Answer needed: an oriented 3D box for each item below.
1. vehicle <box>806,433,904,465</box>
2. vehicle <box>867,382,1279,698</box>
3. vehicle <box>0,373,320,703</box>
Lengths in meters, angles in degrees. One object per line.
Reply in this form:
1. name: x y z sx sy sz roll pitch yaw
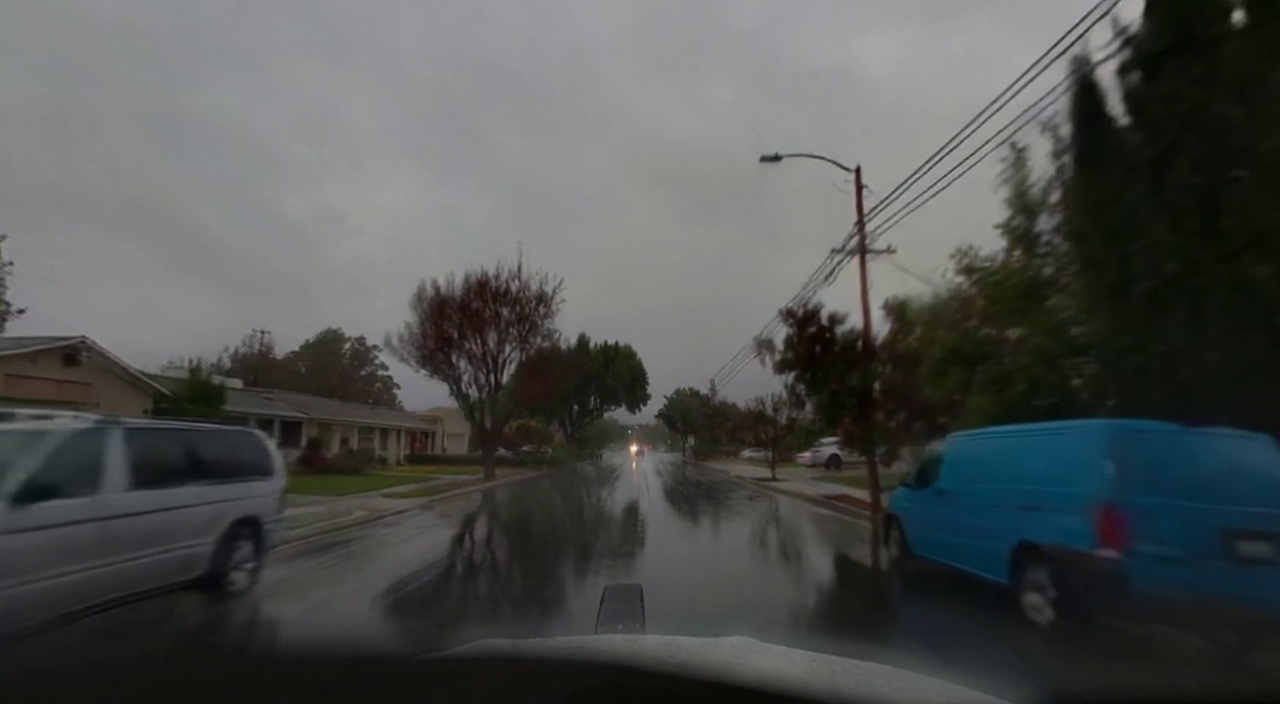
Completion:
1. vehicle: 12.849 5.854 38.047 5.049 1.845 2.327 0 -9 0
2. vehicle: 4.089 1.443 6.060 2.173 1.806 4.701 1 -9 2
3. vehicle: -4.276 1.145 4.095 2.157 1.736 4.104 -1 -9 1
